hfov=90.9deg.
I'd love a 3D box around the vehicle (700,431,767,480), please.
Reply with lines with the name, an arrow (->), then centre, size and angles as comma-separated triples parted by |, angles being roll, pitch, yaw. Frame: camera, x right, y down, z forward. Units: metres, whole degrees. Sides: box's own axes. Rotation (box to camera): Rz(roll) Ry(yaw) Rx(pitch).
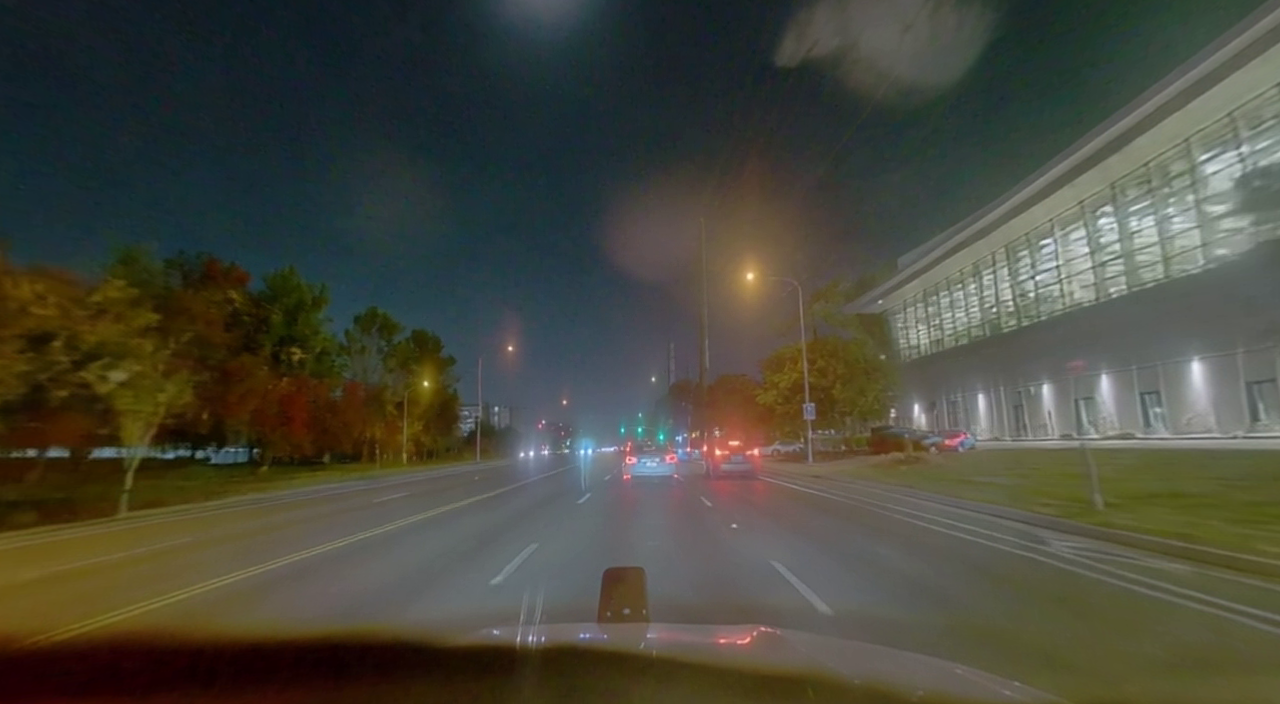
vehicle -> 3.504, 3.994, 24.428 | 1.914, 1.698, 4.049 | 0, -9, -1

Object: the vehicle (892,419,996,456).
vehicle -> 15.924, 4.524, 33.145 | 4.366, 1.701, 1.965 | -2, -9, -1

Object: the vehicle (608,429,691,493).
vehicle -> 0.247, 3.223, 18.903 | 2.200, 1.653, 4.127 | 0, -9, 0
